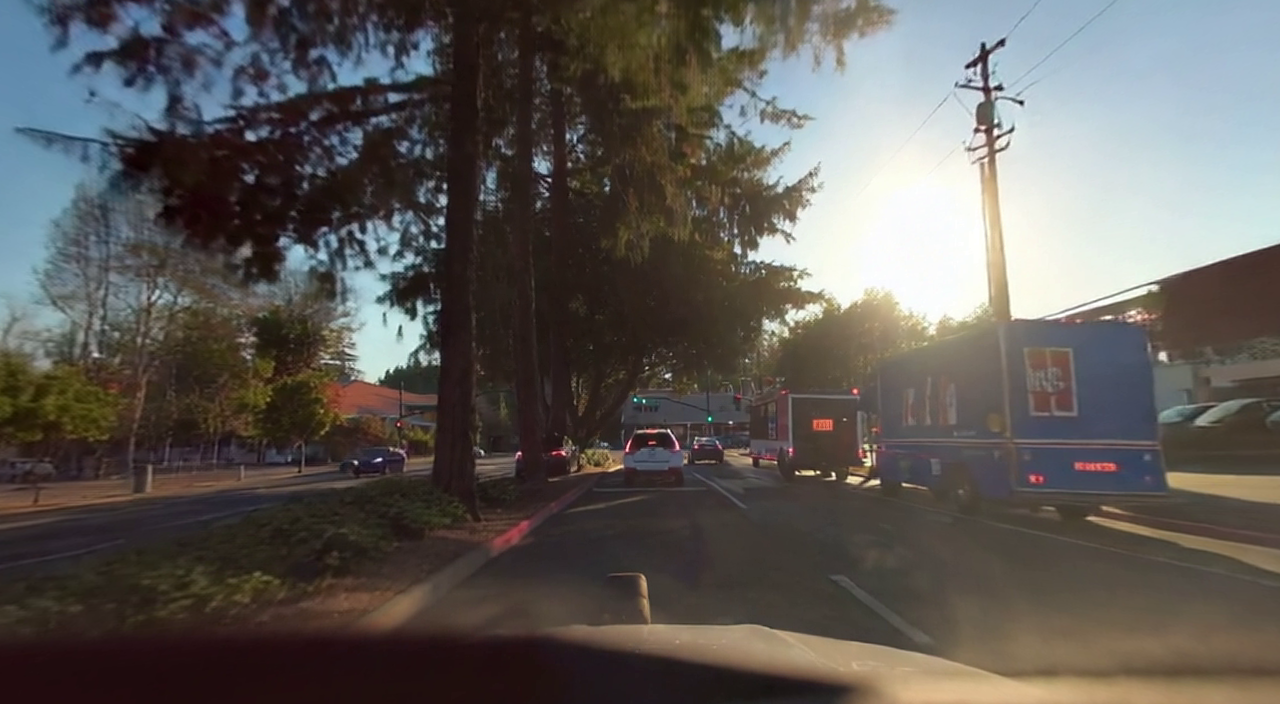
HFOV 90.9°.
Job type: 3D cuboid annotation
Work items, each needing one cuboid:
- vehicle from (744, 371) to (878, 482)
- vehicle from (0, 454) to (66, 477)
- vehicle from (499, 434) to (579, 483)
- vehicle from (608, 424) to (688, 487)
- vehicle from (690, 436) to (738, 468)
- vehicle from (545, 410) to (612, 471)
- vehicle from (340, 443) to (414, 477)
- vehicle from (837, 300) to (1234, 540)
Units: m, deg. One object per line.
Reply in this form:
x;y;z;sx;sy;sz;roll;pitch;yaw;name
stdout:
6.937;3.440;27.658;2.816;3.804;10.315;-3;-9;0;vehicle
-41.425;7.663;42.847;1.795;1.416;4.294;2;-9;-17;vehicle
-3.388;3.645;21.940;2.008;1.500;4.369;-1;-8;1;vehicle
0.261;3.160;19.497;2.209;1.718;4.008;-1;-8;1;vehicle
3.798;5.228;33.118;2.075;1.540;4.411;-1;-8;1;vehicle
-3.024;4.623;32.962;2.715;2.791;7.171;-1;-8;1;vehicle
-13.487;5.515;32.618;1.928;1.497;4.446;-1;-7;0;vehicle
6.754;1.489;12.827;2.891;3.361;7.843;-1;-8;0;vehicle
